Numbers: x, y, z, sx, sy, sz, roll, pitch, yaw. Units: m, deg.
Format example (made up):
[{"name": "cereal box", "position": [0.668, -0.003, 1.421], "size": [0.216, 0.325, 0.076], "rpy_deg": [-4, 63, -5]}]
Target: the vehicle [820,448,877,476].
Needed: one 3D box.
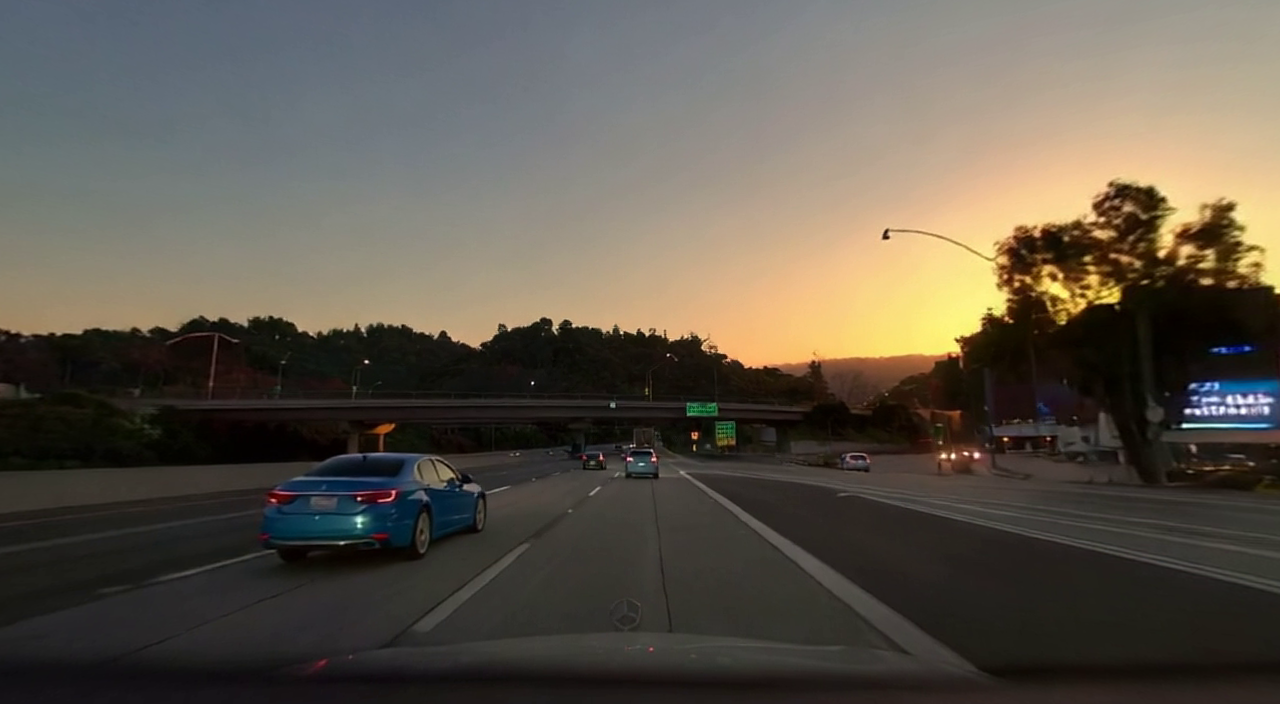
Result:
[{"name": "vehicle", "position": [13.939, 7.345, 42.419], "size": [2.246, 1.760, 4.640], "rpy_deg": [0, -9, 0]}]

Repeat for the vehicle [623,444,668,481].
[{"name": "vehicle", "position": [0.296, 5.481, 31.419], "size": [2.102, 1.692, 4.057], "rpy_deg": [0, -9, 2]}]

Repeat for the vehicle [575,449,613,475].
[{"name": "vehicle", "position": [-2.993, 7.260, 41.786], "size": [2.071, 1.553, 4.388], "rpy_deg": [0, -9, 2]}]
